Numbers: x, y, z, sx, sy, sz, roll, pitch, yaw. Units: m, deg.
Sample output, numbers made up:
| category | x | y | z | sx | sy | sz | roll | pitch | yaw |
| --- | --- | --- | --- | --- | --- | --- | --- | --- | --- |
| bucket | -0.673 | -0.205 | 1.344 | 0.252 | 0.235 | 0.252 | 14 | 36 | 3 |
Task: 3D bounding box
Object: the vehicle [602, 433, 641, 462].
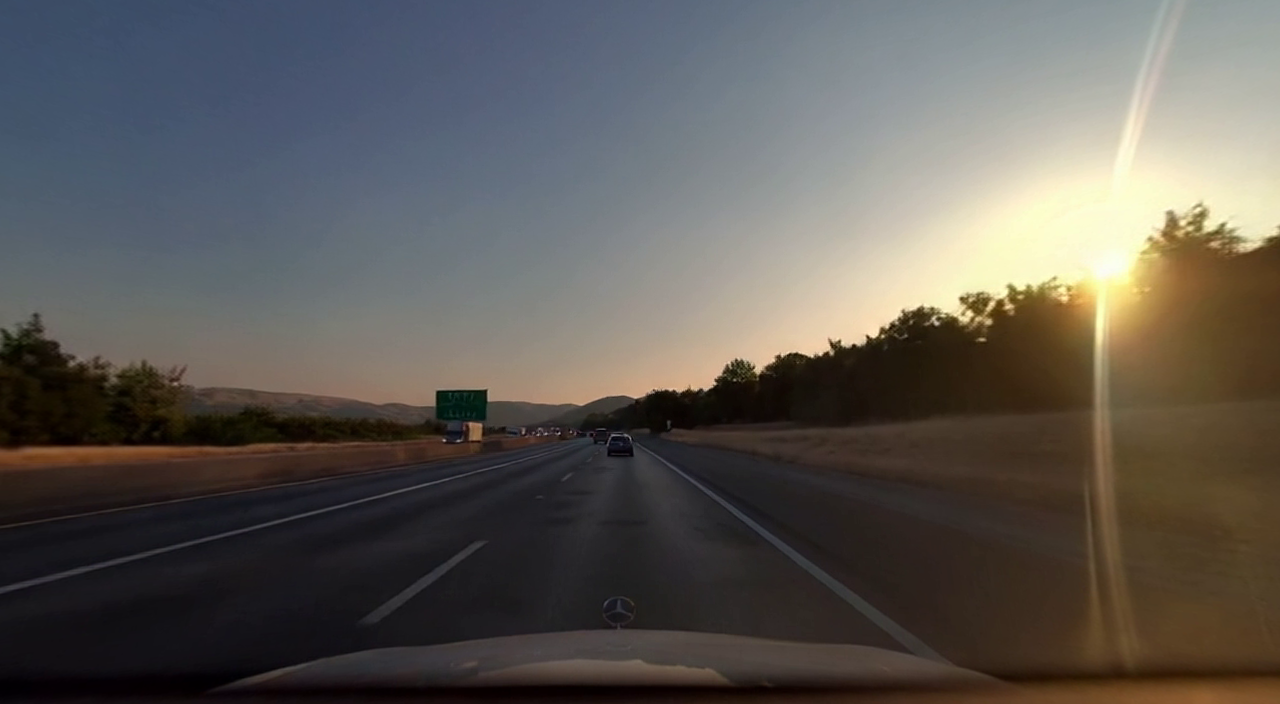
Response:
| category | x | y | z | sx | sy | sz | roll | pitch | yaw |
| --- | --- | --- | --- | --- | --- | --- | --- | --- | --- |
| vehicle | -1.008 | 5.155 | 34.147 | 1.948 | 1.470 | 3.913 | 0 | -8 | -2 |
